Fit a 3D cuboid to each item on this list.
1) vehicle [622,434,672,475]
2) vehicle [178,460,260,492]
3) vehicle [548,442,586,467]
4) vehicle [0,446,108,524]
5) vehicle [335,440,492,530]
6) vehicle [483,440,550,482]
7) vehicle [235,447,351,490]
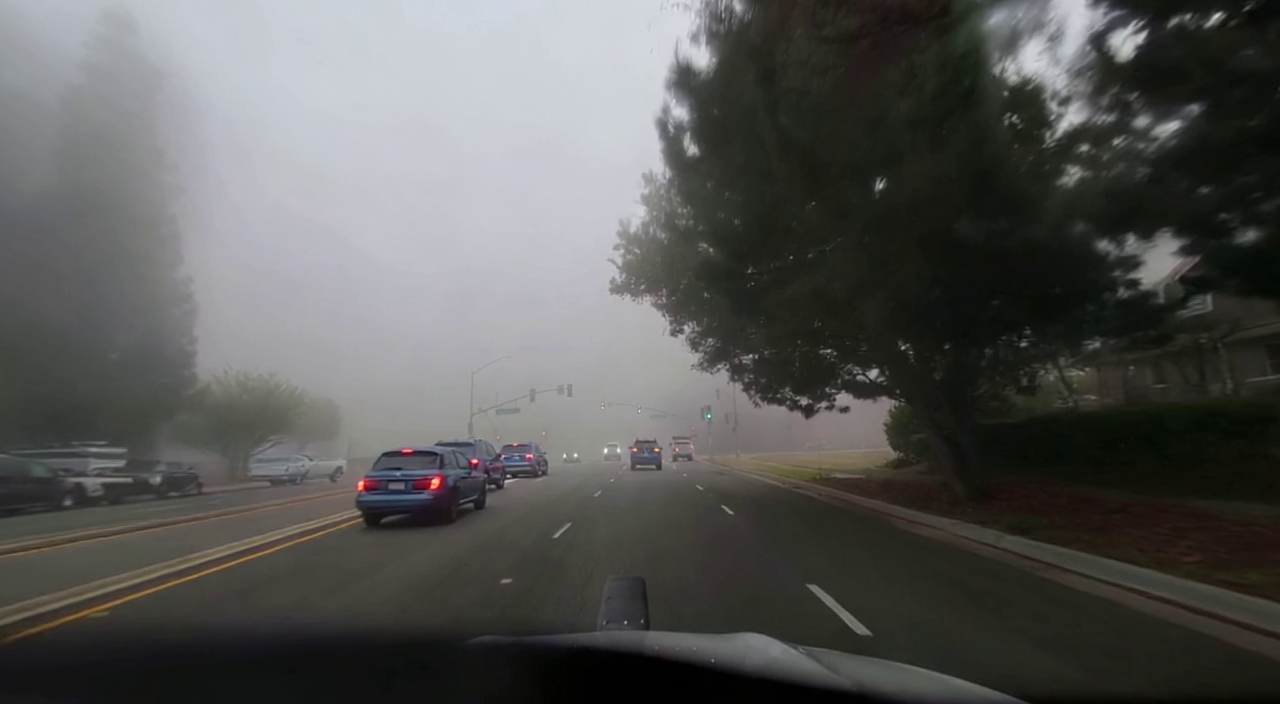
[{"bbox_3d":[0.348,4.895,30.295,2.235,1.778,4.178,-1,-9,1],"label":"vehicle"},{"bbox_3d":[-21.392,6.295,32.187,1.632,1.435,3.580,0,-8,0],"label":"vehicle"},{"bbox_3d":[-5.162,7.353,45.205,2.108,1.689,4.316,-1,-9,1],"label":"vehicle"},{"bbox_3d":[-18.898,3.696,17.826,5.642,2.016,2.305,-1,-9,3],"label":"vehicle"},{"bbox_3d":[-4.320,2.564,12.862,2.043,1.464,4.571,1,-9,-7],"label":"vehicle"},{"bbox_3d":[-5.330,4.770,27.921,2.052,1.664,4.476,0,-9,0],"label":"vehicle"},{"bbox_3d":[-17.890,6.013,32.978,2.254,2.005,6.086,-1,-9,4],"label":"vehicle"}]
